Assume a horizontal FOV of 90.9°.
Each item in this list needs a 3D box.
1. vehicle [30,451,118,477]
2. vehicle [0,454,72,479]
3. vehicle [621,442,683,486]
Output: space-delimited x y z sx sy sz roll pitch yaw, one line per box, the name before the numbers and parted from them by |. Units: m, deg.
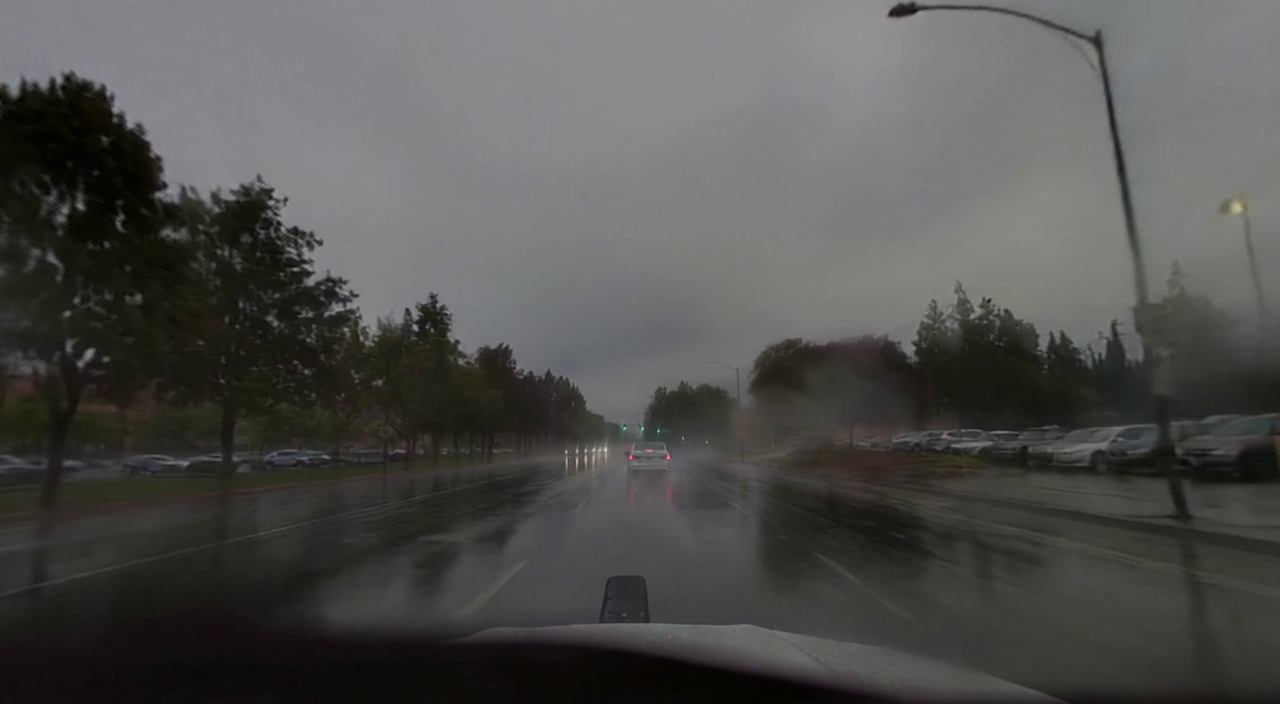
vehicle | -42.340 8.379 47.254 4.467 1.834 2.087 0 -8 -1
vehicle | -43.029 8.050 44.482 4.057 1.666 1.849 0 -8 1
vehicle | 0.380 4.047 23.184 2.093 1.442 3.977 0 -8 -1
